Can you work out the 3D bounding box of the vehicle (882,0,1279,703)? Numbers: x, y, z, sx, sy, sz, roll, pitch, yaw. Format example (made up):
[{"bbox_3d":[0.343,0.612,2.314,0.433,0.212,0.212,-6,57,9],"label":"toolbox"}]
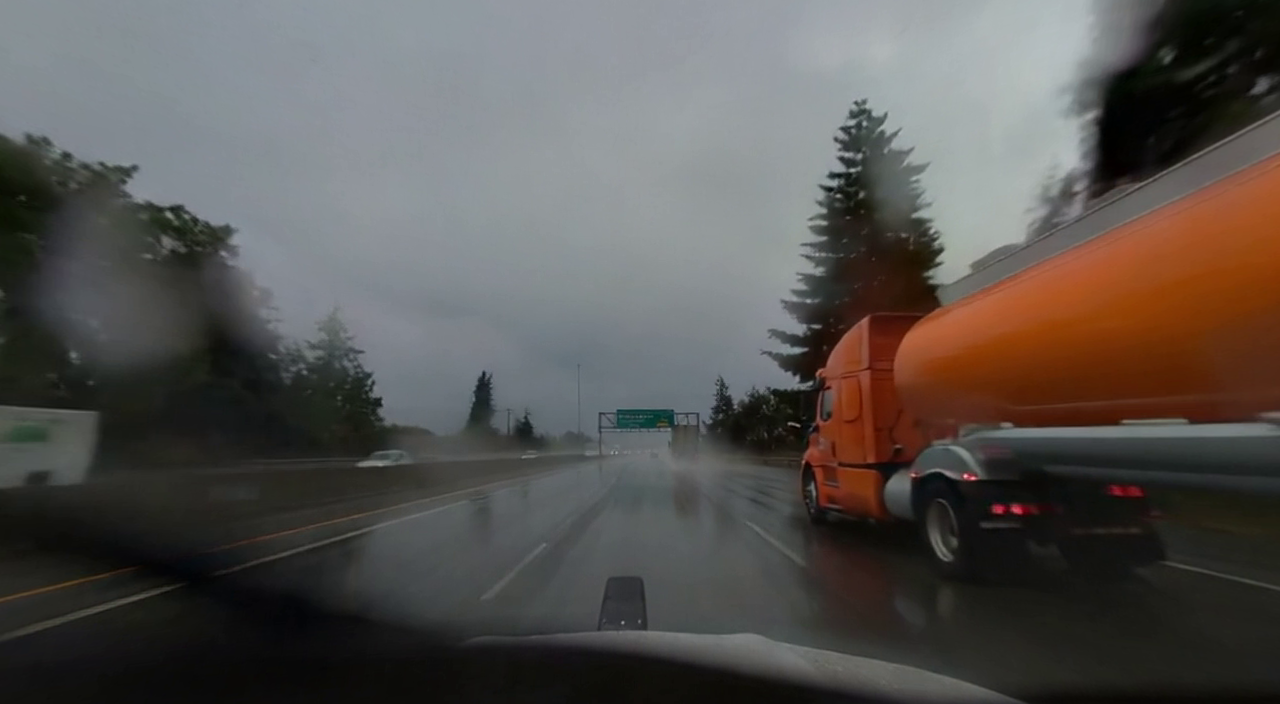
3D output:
[{"bbox_3d":[4.183,-0.194,1.816,2.707,3.474,10.512,0,-9,0],"label":"vehicle"}]

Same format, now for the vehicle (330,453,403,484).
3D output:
[{"bbox_3d":[-14.365,6.116,33.376,1.861,1.455,4.373,-1,-9,1],"label":"vehicle"}]
